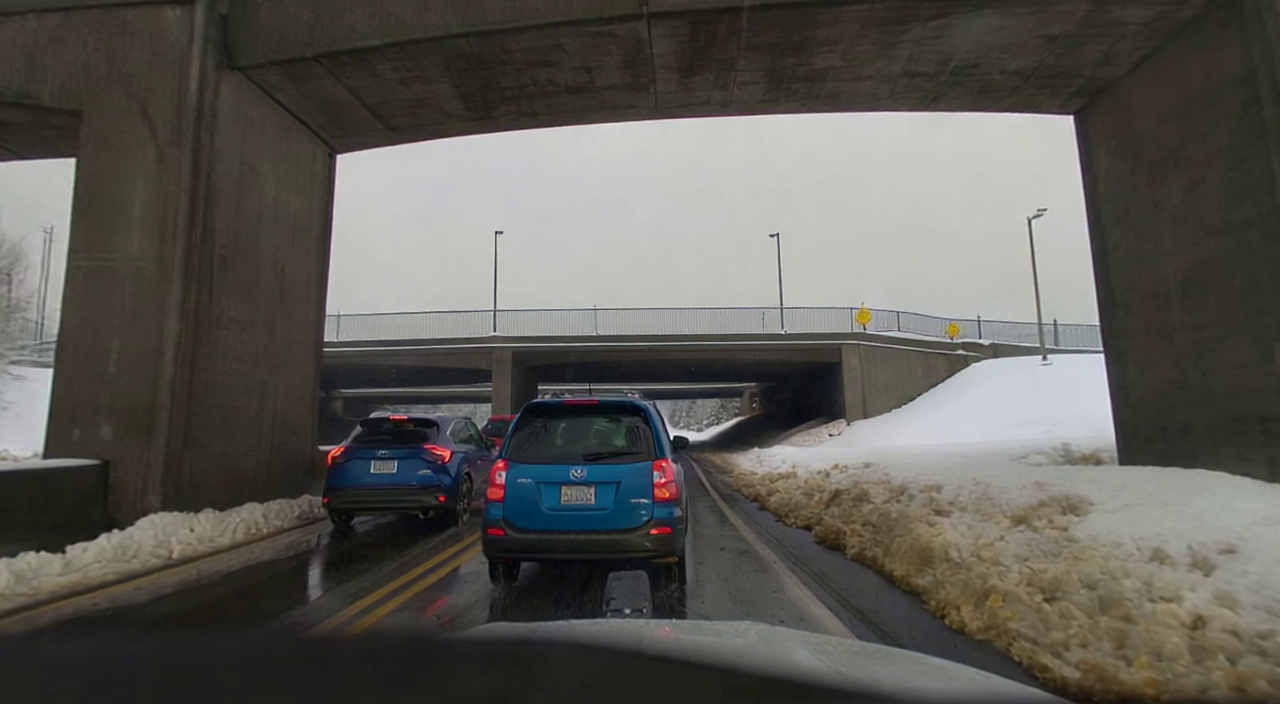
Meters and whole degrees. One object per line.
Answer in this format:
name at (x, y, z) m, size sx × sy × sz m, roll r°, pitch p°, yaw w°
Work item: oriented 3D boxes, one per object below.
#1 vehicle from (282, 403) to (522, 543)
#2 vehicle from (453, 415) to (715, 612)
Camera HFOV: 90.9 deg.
vehicle at (-3.458, 1.873, 10.354) m, size 2.017 × 1.761 × 4.572 m, roll 0°, pitch -8°, yaw 2°
vehicle at (-0.315, 1.540, 6.951) m, size 2.020 × 1.478 × 4.092 m, roll -1°, pitch -8°, yaw 4°
